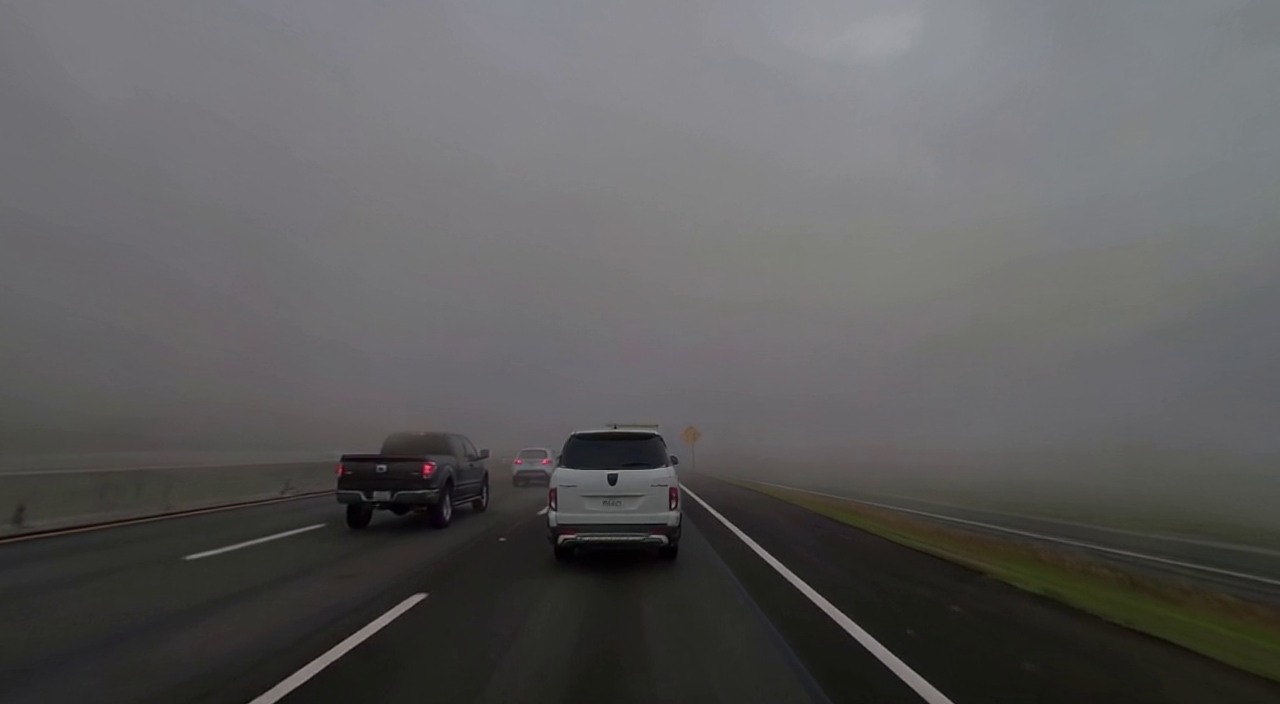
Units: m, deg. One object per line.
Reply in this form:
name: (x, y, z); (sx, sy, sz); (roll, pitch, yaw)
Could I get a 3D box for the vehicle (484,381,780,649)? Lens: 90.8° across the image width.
vehicle: (-0.090, 1.360, 6.063); (1.995, 1.798, 3.380); (0, -9, -1)

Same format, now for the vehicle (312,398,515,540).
vehicle: (-3.943, 2.165, 12.111); (2.055, 2.144, 4.782); (-1, -9, 0)
